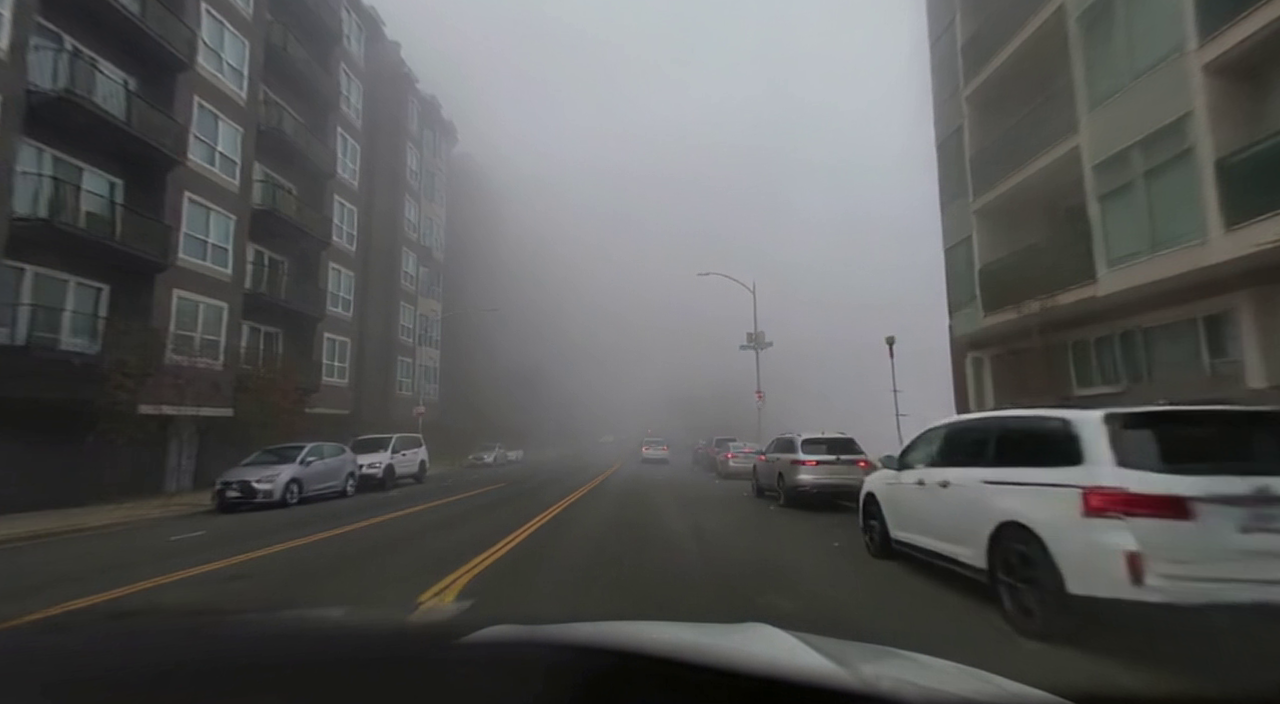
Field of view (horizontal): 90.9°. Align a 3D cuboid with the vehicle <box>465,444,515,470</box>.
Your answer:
[{"bbox_3d":[-8.800,6.186,37.388,2.021,1.474,4.337,0,-8,-1],"label":"vehicle"}]

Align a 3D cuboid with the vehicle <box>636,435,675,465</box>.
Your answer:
[{"bbox_3d":[0.928,5.982,38.616,2.261,1.740,4.065,0,-8,1],"label":"vehicle"}]

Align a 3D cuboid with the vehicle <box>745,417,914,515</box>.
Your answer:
[{"bbox_3d":[3.939,2.478,14.200,2.260,1.789,4.810,0,-8,-1],"label":"vehicle"}]

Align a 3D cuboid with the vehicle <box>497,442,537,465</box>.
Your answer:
[{"bbox_3d":[-8.788,7.254,45.342,2.002,1.546,4.339,0,-8,0],"label":"vehicle"}]

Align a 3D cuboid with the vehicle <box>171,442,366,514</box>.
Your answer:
[{"bbox_3d":[-9.213,3.119,16.232,2.089,1.549,4.597,-1,-8,2],"label":"vehicle"}]

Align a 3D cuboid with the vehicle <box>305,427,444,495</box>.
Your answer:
[{"bbox_3d":[-8.986,3.740,22.095,2.457,2.048,5.461,0,-8,0],"label":"vehicle"}]

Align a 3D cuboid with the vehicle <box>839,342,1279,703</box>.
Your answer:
[{"bbox_3d":[3.824,1.232,5.743,2.327,1.864,4.981,0,-8,-1],"label":"vehicle"}]
